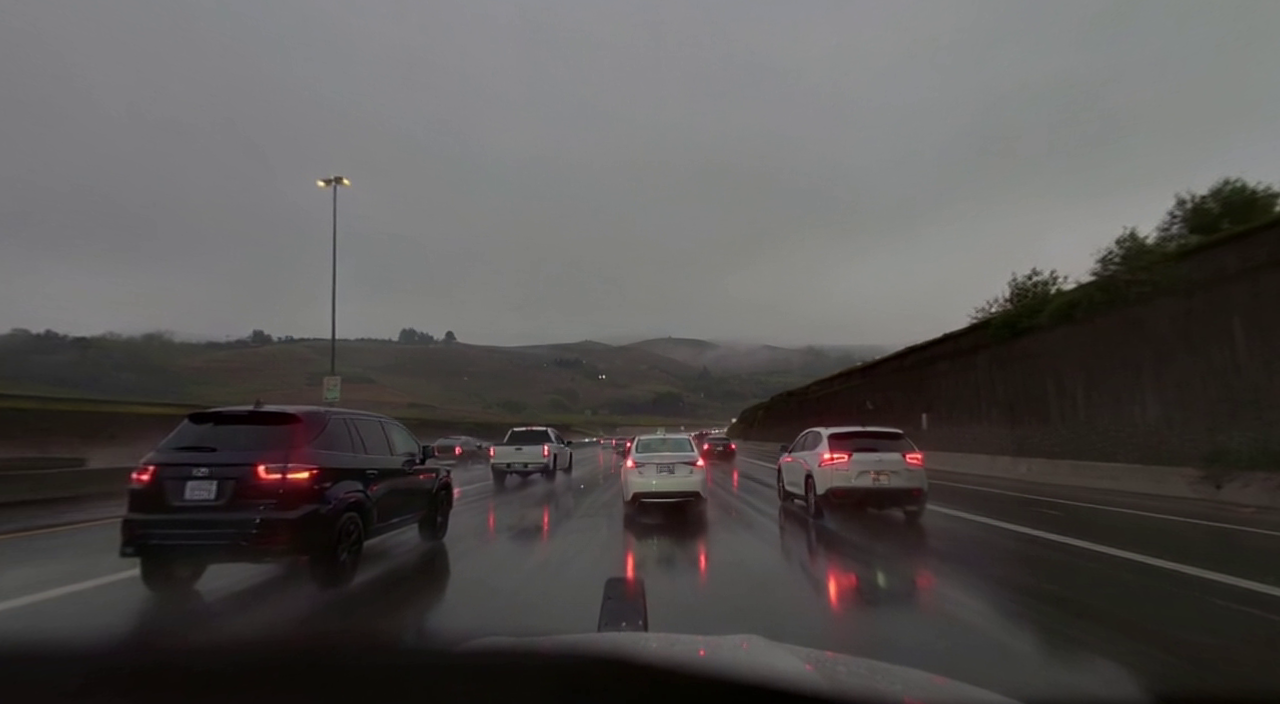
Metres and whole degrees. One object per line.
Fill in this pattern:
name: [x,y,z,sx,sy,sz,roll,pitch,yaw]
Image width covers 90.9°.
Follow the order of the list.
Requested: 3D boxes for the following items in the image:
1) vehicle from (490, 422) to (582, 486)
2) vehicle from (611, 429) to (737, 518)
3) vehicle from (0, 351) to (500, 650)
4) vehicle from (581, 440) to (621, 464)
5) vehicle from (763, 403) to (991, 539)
vehicle: [-3.216,3.284,20.567,1.997,1.806,5.002,0,-8,2]
vehicle: [0.590,2.363,12.814,2.105,1.471,4.349,0,-8,1]
vehicle: [-3.326,1.321,6.783,2.301,1.902,5.374,0,-8,1]
vehicle: [-2.328,6.114,38.767,1.973,1.378,3.677,-1,-8,4]
vehicle: [3.544,1.887,10.567,2.046,1.765,4.534,0,-8,0]
